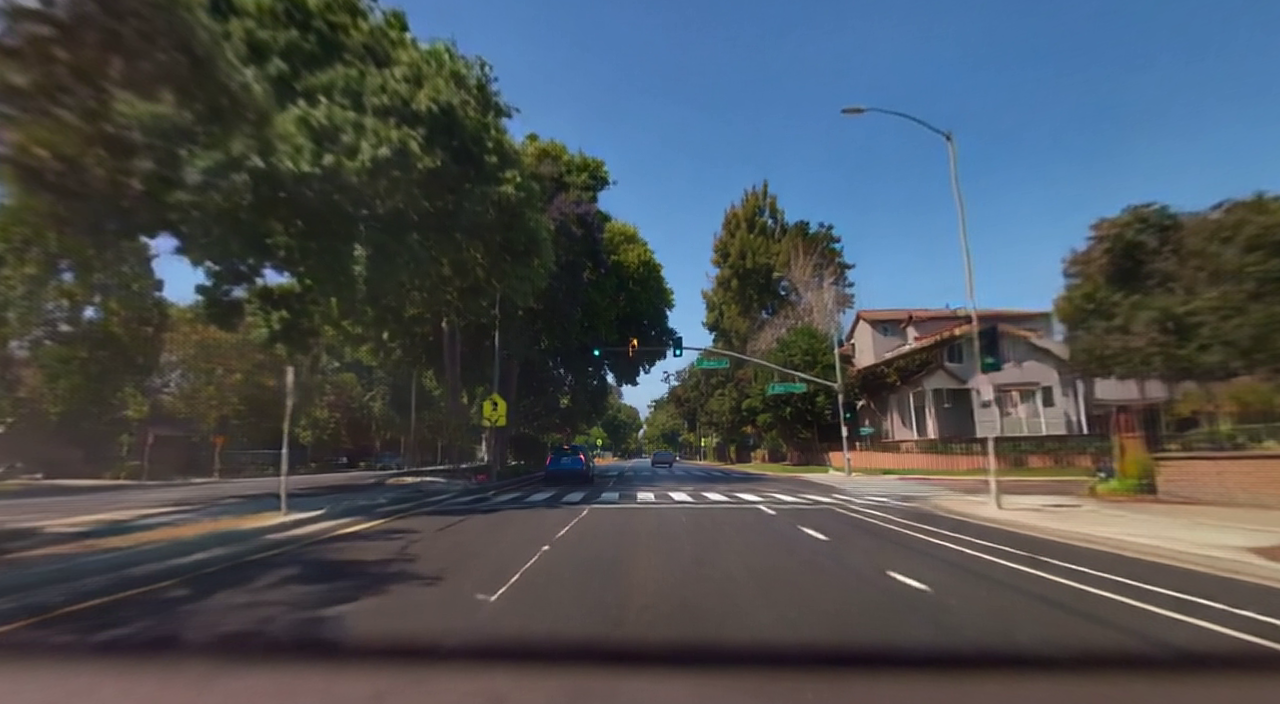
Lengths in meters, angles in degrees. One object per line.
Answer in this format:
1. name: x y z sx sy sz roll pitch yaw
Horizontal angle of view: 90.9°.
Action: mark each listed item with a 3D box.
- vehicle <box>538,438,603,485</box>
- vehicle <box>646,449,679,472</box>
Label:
1. vehicle: -2.838 4.592 26.845 2.150 1.812 4.423 0 -9 1
2. vehicle: 1.486 7.388 43.006 2.075 1.480 3.920 0 -9 -1
